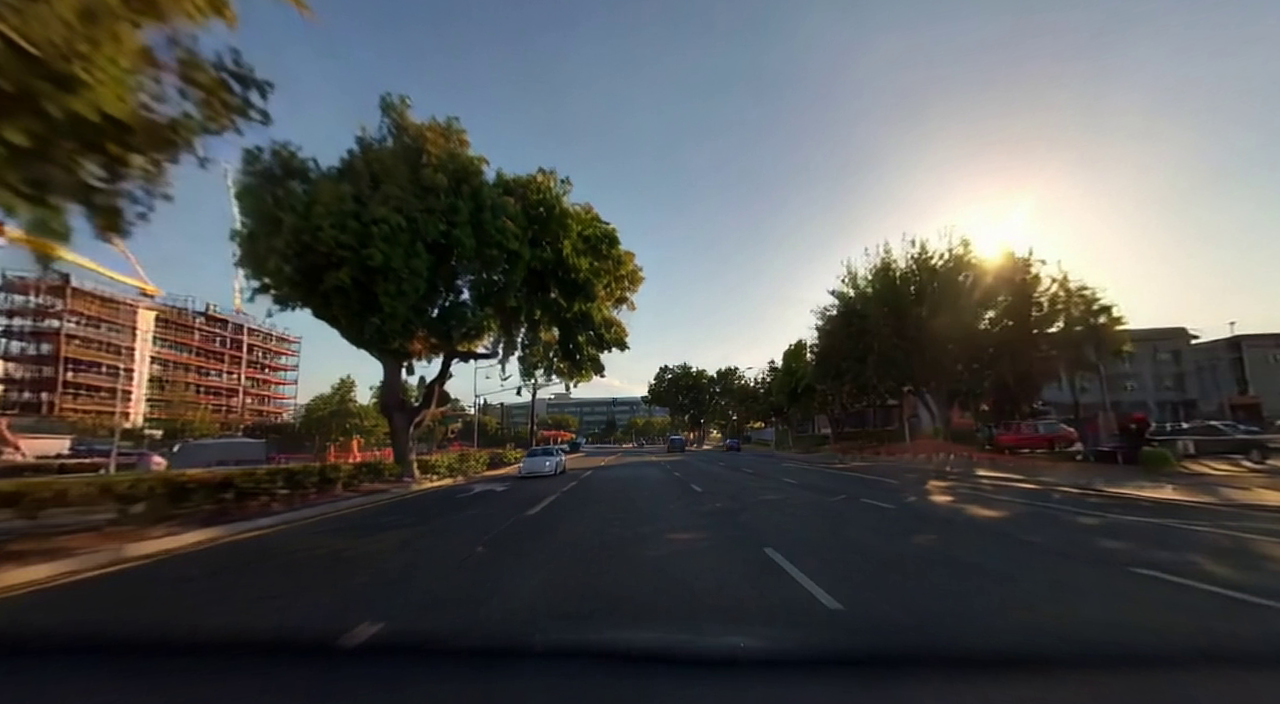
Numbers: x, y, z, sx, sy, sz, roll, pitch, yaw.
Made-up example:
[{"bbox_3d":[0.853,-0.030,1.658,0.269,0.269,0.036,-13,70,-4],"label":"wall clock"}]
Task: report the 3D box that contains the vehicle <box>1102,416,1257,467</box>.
[{"bbox_3d":[20.454,3.392,24.367,2.222,1.742,5.231,-1,-7,12],"label":"vehicle"}]
